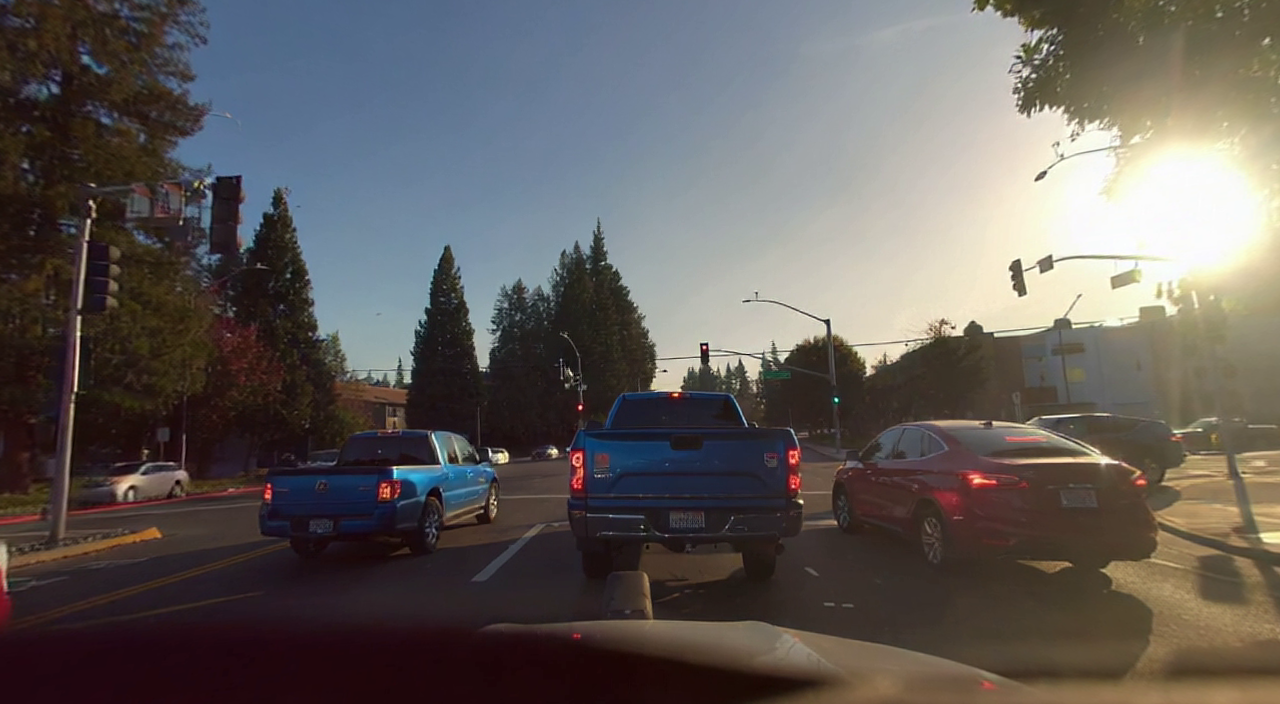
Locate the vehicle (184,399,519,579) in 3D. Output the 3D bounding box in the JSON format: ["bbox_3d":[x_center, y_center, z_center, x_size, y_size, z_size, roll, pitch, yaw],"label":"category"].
[{"bbox_3d":[-3.293,1.685,8.584,2.125,1.739,4.707,0,-8,3],"label":"vehicle"}]

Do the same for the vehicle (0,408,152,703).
[{"bbox_3d":[-3.396,0.707,0.655,1.998,1.481,4.656,0,-8,1],"label":"vehicle"}]

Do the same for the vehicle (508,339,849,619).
[{"bbox_3d":[0.326,1.277,7.149,2.505,2.084,4.768,0,-8,1],"label":"vehicle"}]

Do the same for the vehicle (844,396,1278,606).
[{"bbox_3d":[4.041,1.494,7.180,1.984,1.659,4.226,0,-8,0],"label":"vehicle"}]
